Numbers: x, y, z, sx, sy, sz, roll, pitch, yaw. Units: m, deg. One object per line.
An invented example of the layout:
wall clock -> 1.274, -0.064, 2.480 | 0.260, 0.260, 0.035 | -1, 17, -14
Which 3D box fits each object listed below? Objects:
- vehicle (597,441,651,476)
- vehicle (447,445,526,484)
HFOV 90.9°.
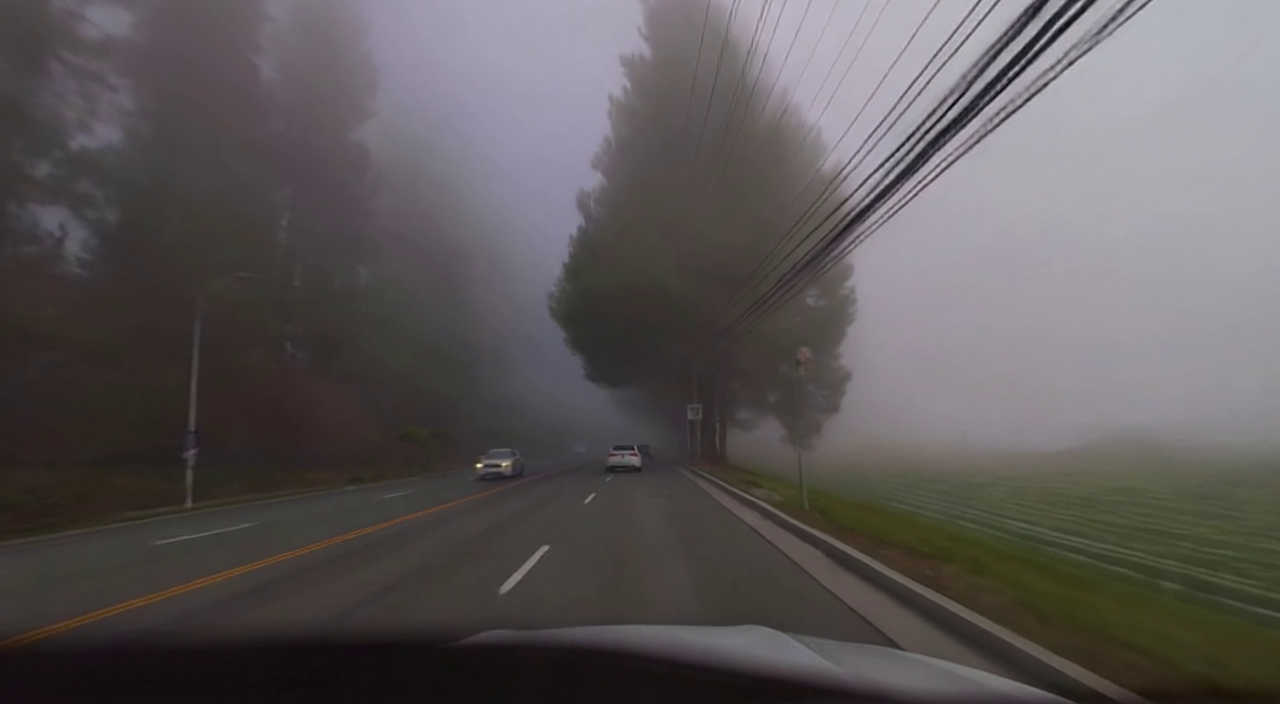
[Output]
vehicle -> -0.643, 4.832, 28.920 | 2.153, 1.461, 4.374 | -1, -9, 3
vehicle -> -6.373, 4.703, 26.753 | 2.142, 1.436, 4.612 | -2, -9, 1
